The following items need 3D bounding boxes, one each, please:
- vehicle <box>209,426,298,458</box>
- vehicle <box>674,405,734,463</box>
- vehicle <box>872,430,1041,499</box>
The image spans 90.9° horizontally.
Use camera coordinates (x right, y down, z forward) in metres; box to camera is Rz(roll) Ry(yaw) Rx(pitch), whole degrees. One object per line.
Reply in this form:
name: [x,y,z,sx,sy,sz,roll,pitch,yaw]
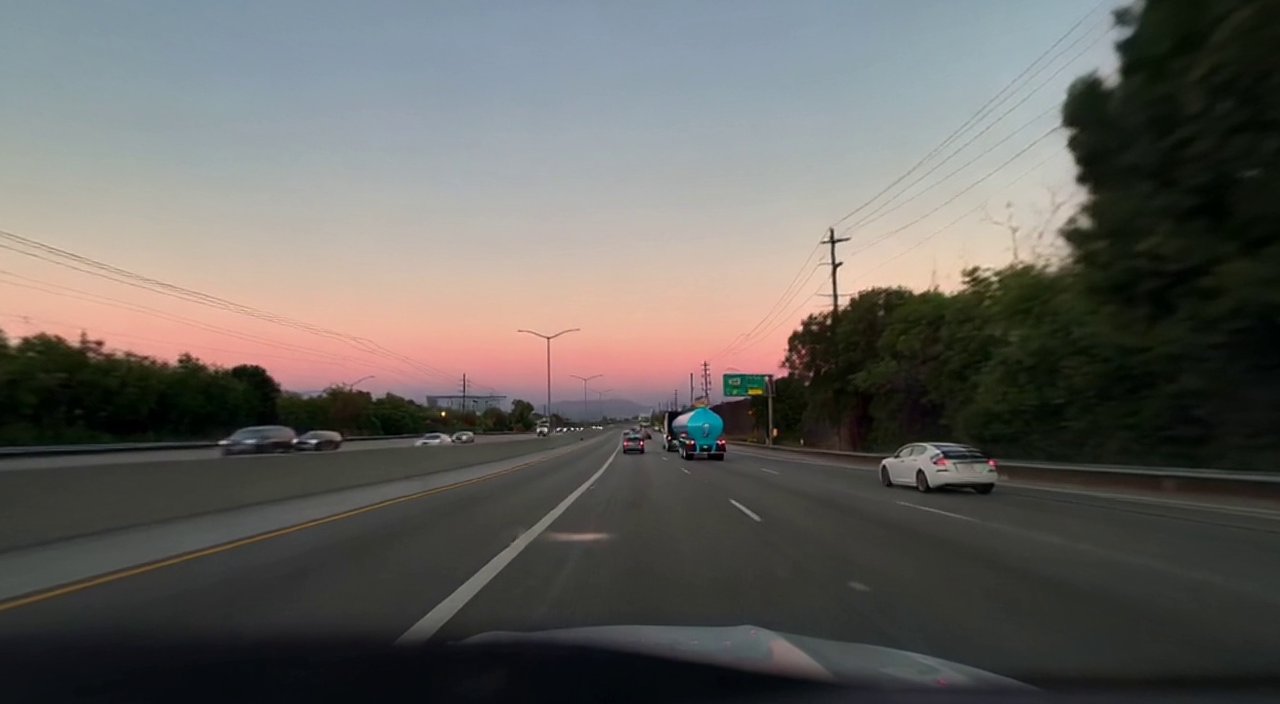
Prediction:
vehicle: [-25.039,5.862,41.146,2.219,1.863,5.715,0,-8,0]
vehicle: [3.754,5.070,38.764,2.791,3.179,8.074,0,-8,0]
vehicle: [7.759,2.782,16.092,1.905,1.480,4.624,0,-8,0]
